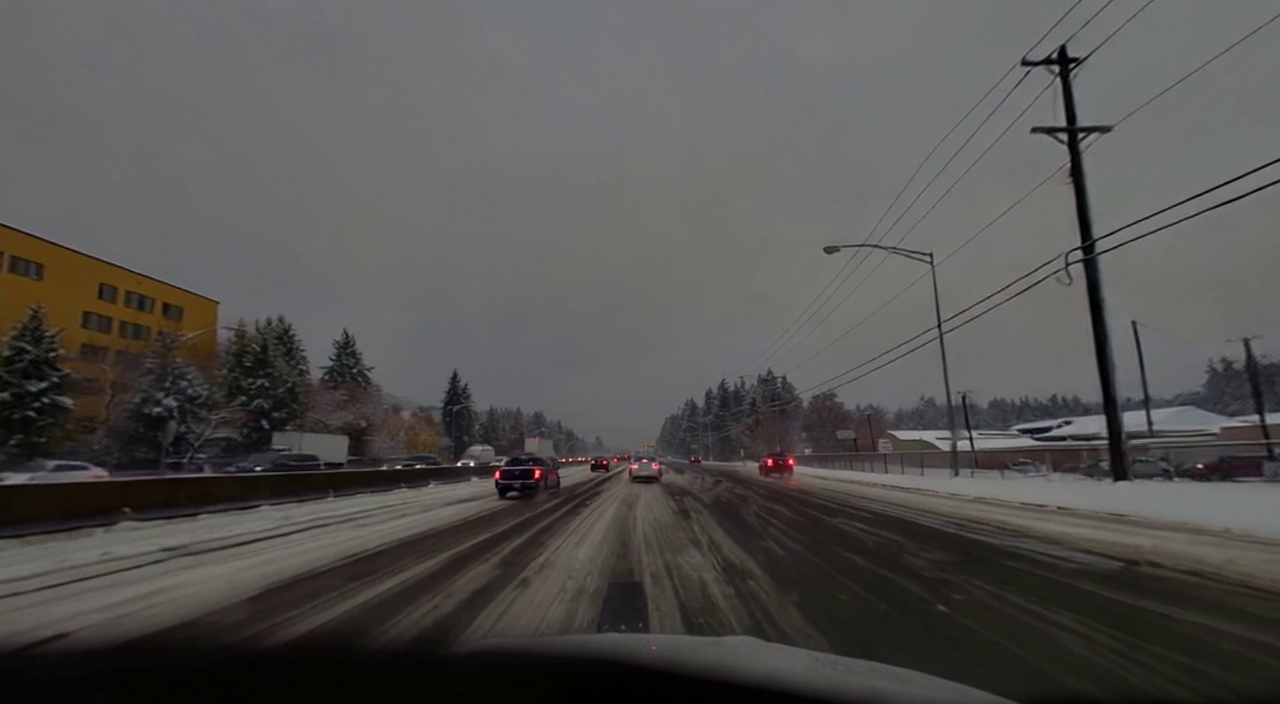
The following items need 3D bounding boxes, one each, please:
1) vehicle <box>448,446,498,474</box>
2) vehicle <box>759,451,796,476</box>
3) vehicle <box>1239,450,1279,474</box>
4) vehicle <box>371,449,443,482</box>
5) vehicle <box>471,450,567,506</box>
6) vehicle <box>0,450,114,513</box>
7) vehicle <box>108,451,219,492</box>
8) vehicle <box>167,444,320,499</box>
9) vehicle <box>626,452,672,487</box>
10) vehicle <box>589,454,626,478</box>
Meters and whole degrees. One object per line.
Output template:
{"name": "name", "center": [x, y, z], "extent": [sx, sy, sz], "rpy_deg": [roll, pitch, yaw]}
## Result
{"name": "vehicle", "center": [-12.551, 8.155, 47.893], "extent": [2.133, 1.970, 5.950], "rpy_deg": [-1, -8, 0]}
{"name": "vehicle", "center": [10.709, 8.734, 49.601], "extent": [2.106, 1.817, 4.845], "rpy_deg": [-1, -8, 4]}
{"name": "vehicle", "center": [43.483, 7.500, 43.001], "extent": [3.458, 1.409, 1.632], "rpy_deg": [-3, -8, -2]}
{"name": "vehicle", "center": [-12.441, 6.072, 34.008], "extent": [2.037, 1.574, 4.757], "rpy_deg": [-1, -8, 1]}
{"name": "vehicle", "center": [-3.697, 3.917, 20.170], "extent": [2.059, 1.508, 4.662], "rpy_deg": [-1, -8, 1]}
{"name": "vehicle", "center": [-16.567, 3.353, 16.502], "extent": [1.880, 1.491, 4.310], "rpy_deg": [0, -8, 0]}
{"name": "vehicle", "center": [-24.138, 6.016, 32.192], "extent": [1.871, 1.886, 4.814], "rpy_deg": [0, -8, 0]}
{"name": "vehicle", "center": [-12.419, 3.731, 20.189], "extent": [1.991, 1.537, 4.464], "rpy_deg": [0, -8, 0]}
{"name": "vehicle", "center": [0.450, 5.800, 31.392], "extent": [2.107, 1.538, 3.999], "rpy_deg": [-1, -8, 1]}
{"name": "vehicle", "center": [-2.182, 7.819, 43.317], "extent": [2.034, 1.466, 4.363], "rpy_deg": [-1, -8, 4]}
